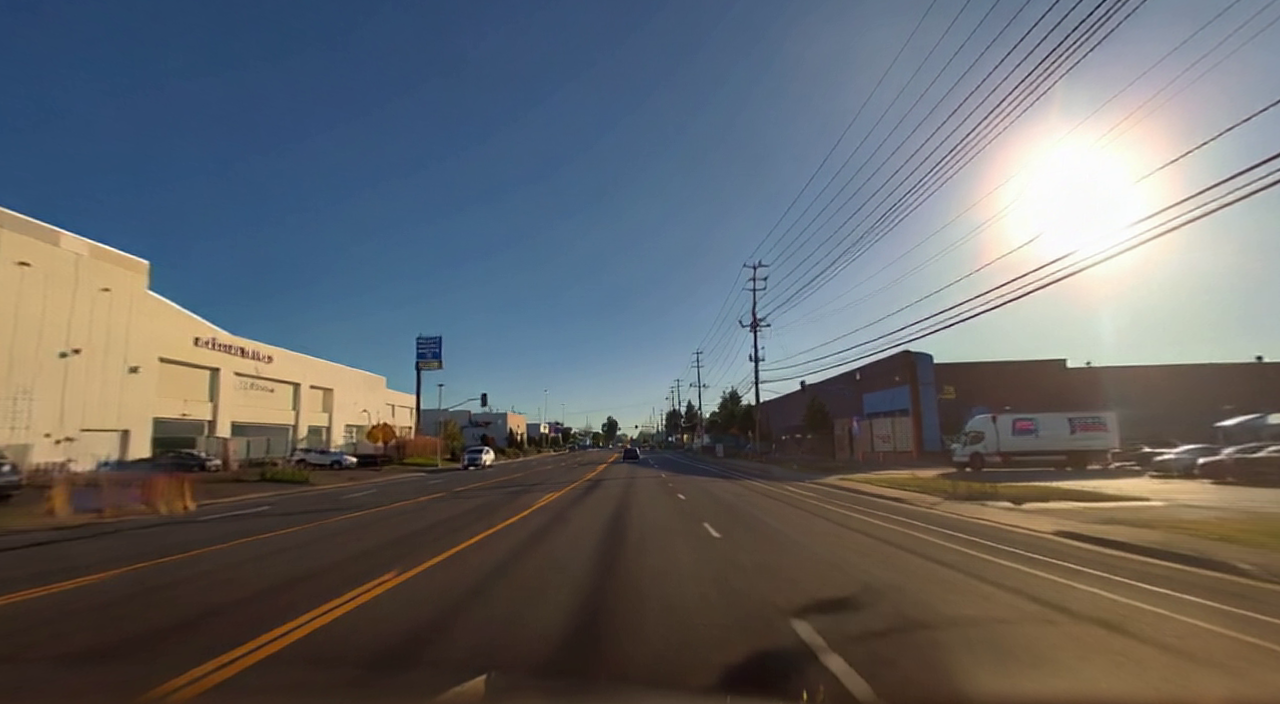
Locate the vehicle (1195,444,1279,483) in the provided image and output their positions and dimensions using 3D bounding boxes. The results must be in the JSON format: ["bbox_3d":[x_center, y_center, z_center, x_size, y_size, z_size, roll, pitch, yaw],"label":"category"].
[{"bbox_3d":[25.554,4.583,26.029,3.575,1.521,1.803,-1,-9,1],"label":"vehicle"}]

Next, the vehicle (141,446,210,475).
[{"bbox_3d":[-31.603,7.346,42.918,4.992,1.876,2.169,-6,-11,35],"label":"vehicle"}]

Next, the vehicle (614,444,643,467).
[{"bbox_3d":[-0.802,7.395,45.220,1.937,1.588,3.746,0,-9,0],"label":"vehicle"}]

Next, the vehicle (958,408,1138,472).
[{"bbox_3d":[24.644,5.389,38.495,8.701,3.665,2.906,-1,-9,1],"label":"vehicle"}]

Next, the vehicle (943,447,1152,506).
[{"bbox_3d":[11.760,3.594,18.488,4.758,1.496,1.871,-2,-9,-1],"label":"vehicle"}]
